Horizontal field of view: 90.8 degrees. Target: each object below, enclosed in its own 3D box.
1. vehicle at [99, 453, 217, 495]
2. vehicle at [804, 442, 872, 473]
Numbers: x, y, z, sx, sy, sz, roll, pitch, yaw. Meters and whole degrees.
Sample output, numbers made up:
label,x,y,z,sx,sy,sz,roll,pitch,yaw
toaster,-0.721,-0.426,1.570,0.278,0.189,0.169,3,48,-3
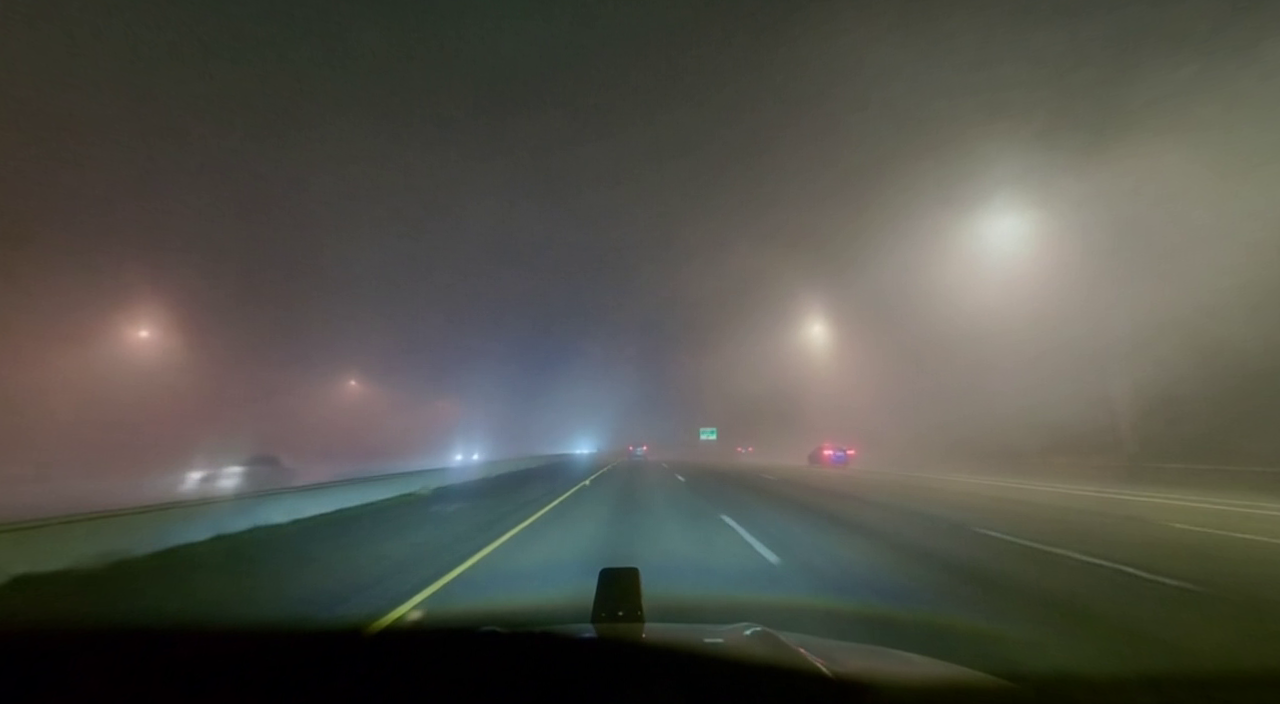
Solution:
label,x,y,z,sx,sy,sz,roll,pitch,yaw
vehicle,-21.163,5.332,27.953,2.183,1.644,3.774,0,-8,0
vehicle,10.636,5.691,34.345,2.024,1.481,4.747,1,-8,-1
